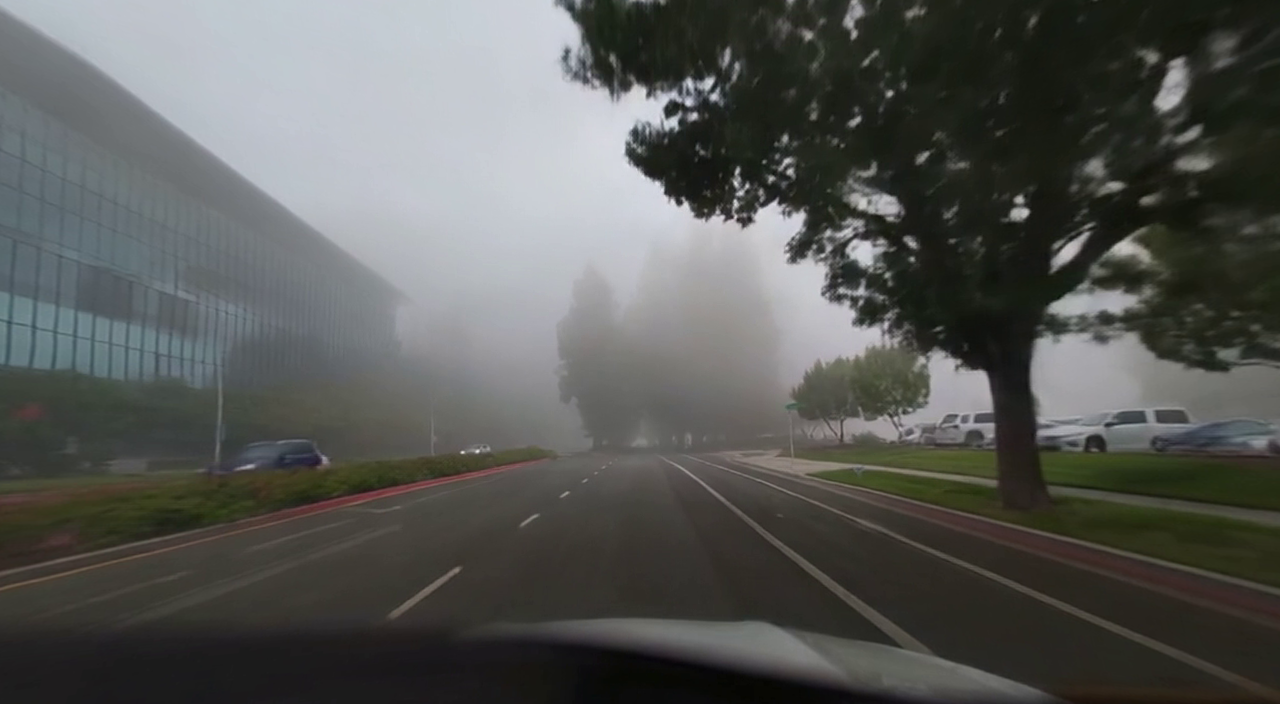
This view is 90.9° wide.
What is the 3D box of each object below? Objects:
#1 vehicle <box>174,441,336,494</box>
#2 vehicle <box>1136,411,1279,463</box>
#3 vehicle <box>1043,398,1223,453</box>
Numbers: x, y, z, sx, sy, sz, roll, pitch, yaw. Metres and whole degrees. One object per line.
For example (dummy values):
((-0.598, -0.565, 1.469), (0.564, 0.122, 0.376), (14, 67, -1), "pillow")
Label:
((-12.182, 3.655, 20.458), (2.128, 1.514, 4.784), (-1, -8, 2), "vehicle")
((16.311, 2.361, 17.548), (3.348, 1.356, 1.991), (0, -8, -5), "vehicle")
((15.358, 2.320, 19.825), (3.935, 1.487, 2.018), (-2, -7, 0), "vehicle")
